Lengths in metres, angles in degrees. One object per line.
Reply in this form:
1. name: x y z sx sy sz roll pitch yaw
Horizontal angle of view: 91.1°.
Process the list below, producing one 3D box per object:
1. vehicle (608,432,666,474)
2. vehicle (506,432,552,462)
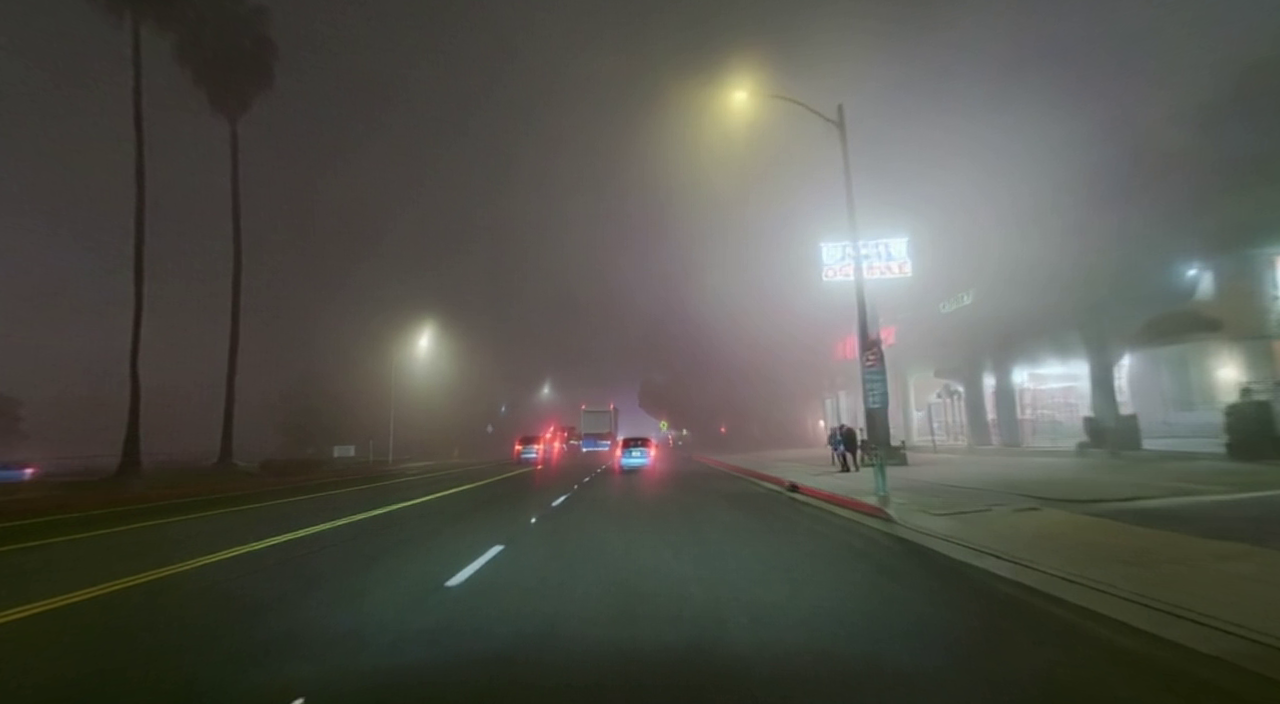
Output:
1. vehicle: -0.089 4.050 25.303 2.144 1.514 4.063 0 -9 1
2. vehicle: -7.159 6.198 40.934 2.014 1.830 4.281 0 -9 2
